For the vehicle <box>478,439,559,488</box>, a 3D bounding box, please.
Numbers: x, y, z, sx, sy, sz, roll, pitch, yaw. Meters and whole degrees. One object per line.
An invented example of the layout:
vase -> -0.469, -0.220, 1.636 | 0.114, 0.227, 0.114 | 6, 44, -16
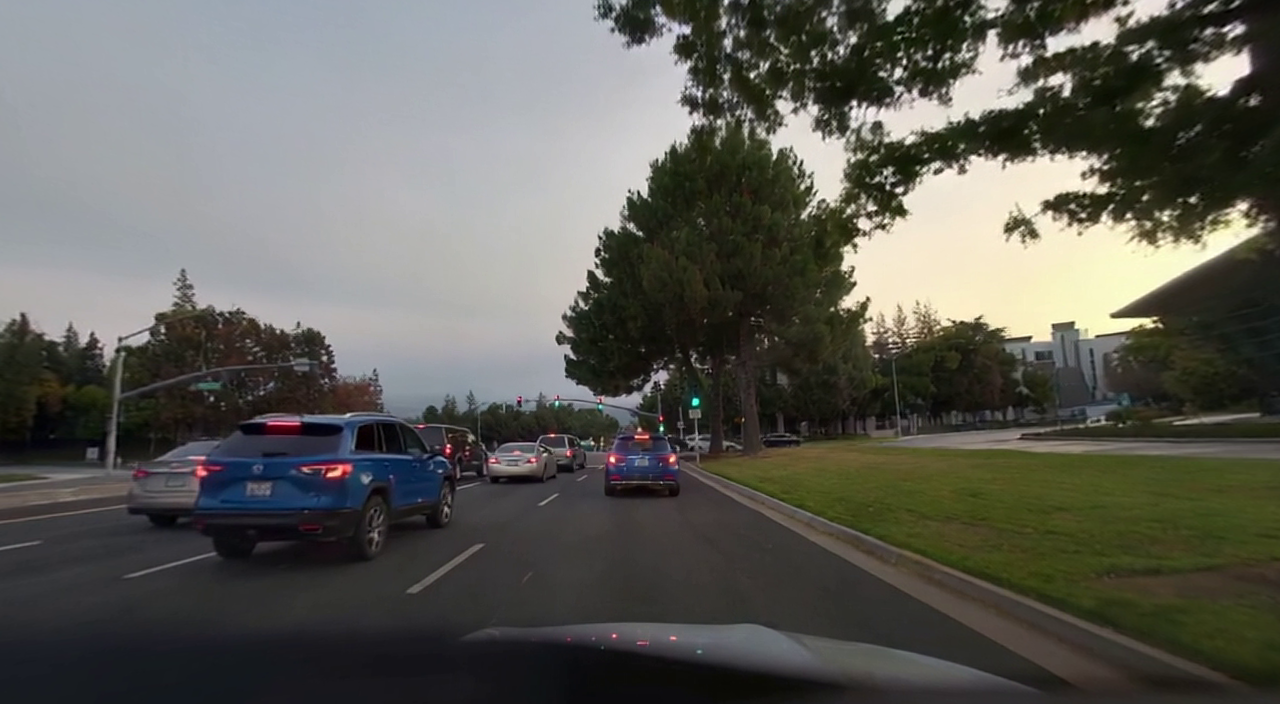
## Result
vehicle -> -4.103, 3.843, 22.040 | 1.942, 1.523, 4.212 | 0, -9, 0

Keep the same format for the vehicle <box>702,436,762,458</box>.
vehicle -> 6.772, 7.011, 46.558 | 4.265, 1.498, 1.826 | -1, -9, 8

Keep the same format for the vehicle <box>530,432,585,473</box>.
vehicle -> -3.908, 4.861, 30.729 | 2.043, 1.813, 4.549 | 0, -9, 0

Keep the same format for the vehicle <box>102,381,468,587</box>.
vehicle -> -4.074, 1.630, 8.630 | 2.088, 1.947, 5.119 | 0, -9, -1

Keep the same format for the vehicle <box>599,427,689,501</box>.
vehicle -> 0.082, 2.901, 16.713 | 2.055, 1.681, 4.270 | 0, -9, 0
